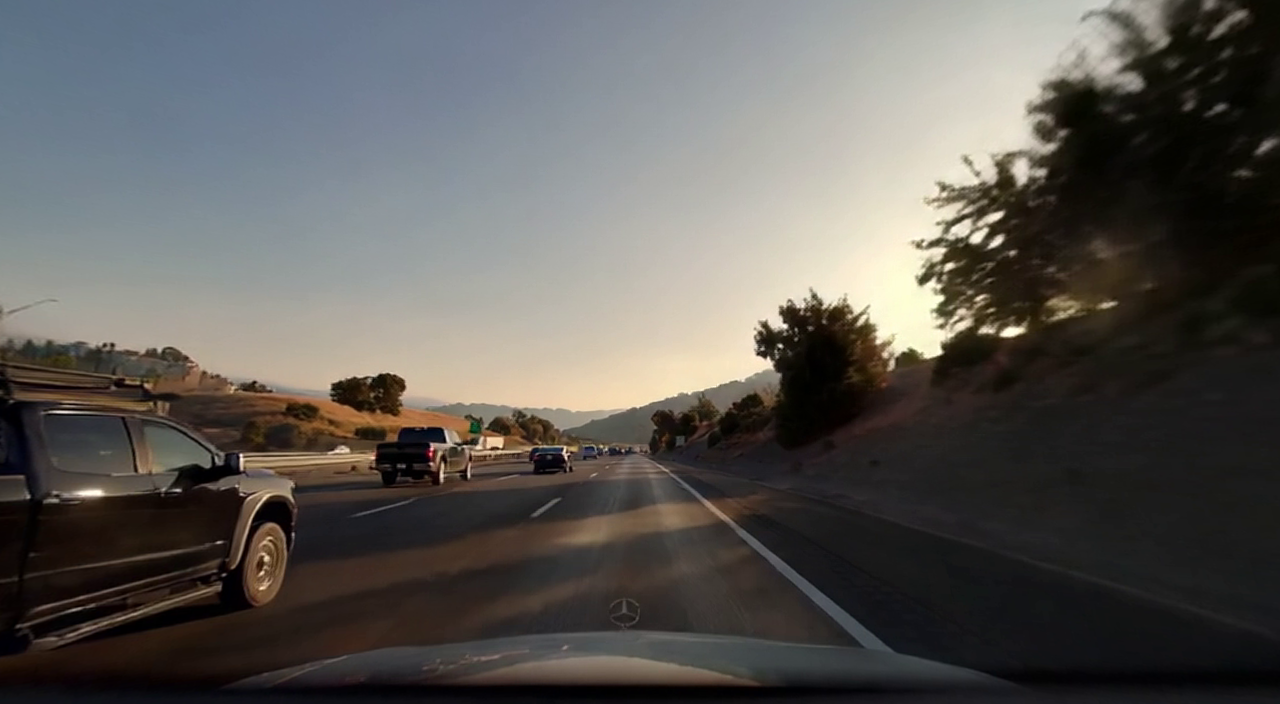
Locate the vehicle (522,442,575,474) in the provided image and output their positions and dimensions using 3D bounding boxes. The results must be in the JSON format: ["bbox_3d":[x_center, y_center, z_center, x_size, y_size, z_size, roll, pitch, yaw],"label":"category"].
[{"bbox_3d":[-4.628,5.452,32.506,2.012,1.509,4.359,0,-9,1],"label":"vehicle"}]

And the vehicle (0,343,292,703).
[{"bbox_3d":[-4.081,0.835,2.700,2.200,1.807,5.041,0,-9,1],"label":"vehicle"}]

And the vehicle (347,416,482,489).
[{"bbox_3d":[-7.795,3.590,22.658,2.594,2.254,6.028,0,-9,0],"label":"vehicle"}]
